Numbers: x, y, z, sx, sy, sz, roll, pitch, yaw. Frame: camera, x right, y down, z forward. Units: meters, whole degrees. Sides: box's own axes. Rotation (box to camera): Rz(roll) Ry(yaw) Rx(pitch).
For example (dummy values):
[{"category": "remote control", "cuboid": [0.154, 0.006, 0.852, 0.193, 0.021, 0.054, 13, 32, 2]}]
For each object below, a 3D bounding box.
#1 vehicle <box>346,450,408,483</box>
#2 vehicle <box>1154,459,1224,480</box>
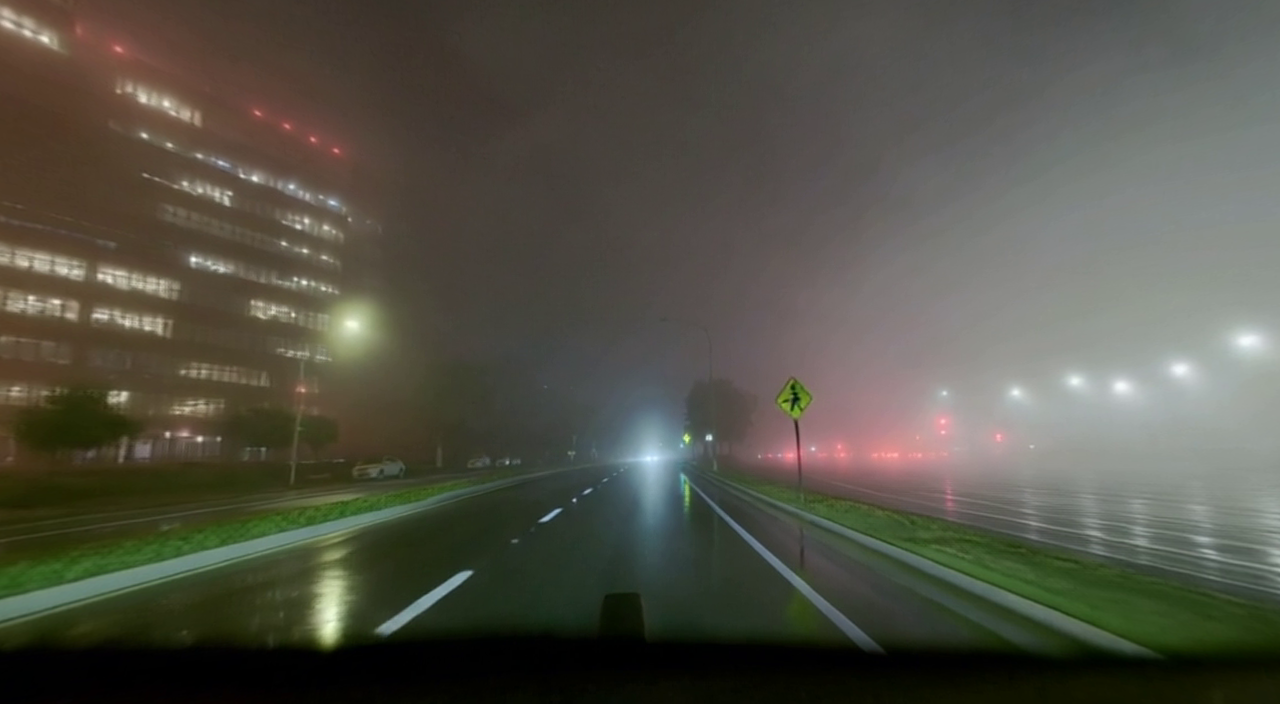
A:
[{"category": "vehicle", "cuboid": [-18.240, 7.934, 43.947, 2.047, 1.914, 5.061, -3, -7, 2]}, {"category": "vehicle", "cuboid": [42.573, 9.098, 48.937, 1.717, 1.459, 4.256, 0, -9, 3]}]
